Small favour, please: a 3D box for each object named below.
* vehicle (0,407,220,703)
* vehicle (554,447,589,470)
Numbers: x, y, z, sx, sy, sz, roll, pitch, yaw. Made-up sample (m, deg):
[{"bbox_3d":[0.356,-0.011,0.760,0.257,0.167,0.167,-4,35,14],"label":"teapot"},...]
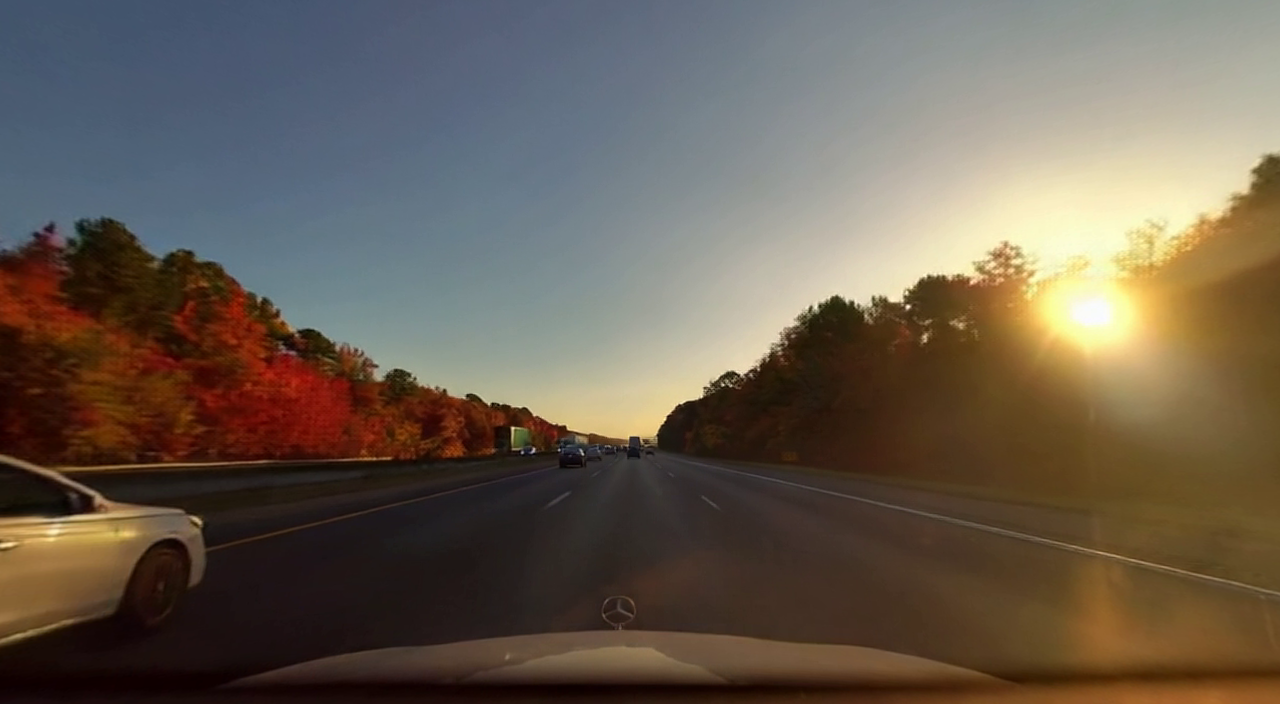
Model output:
[{"bbox_3d":[-4.357,0.995,2.839,2.071,1.525,4.058,0,-9,0],"label":"vehicle"},{"bbox_3d":[-4.571,7.171,42.415,1.963,1.475,3.665,0,-9,0],"label":"vehicle"}]
